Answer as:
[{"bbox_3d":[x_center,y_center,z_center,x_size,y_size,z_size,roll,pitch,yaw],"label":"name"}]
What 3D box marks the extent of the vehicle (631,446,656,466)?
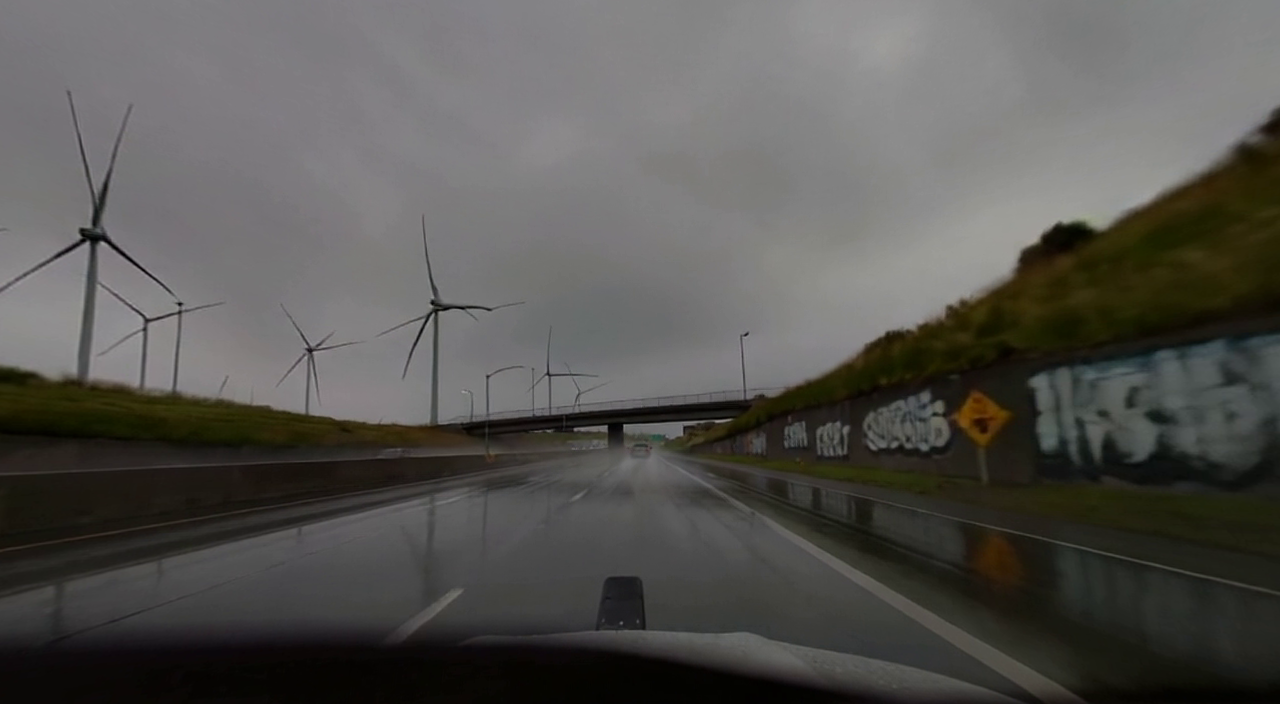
[{"bbox_3d":[0.269,8.110,49.126,1.870,1.481,4.234,0,-9,-1],"label":"vehicle"}]
